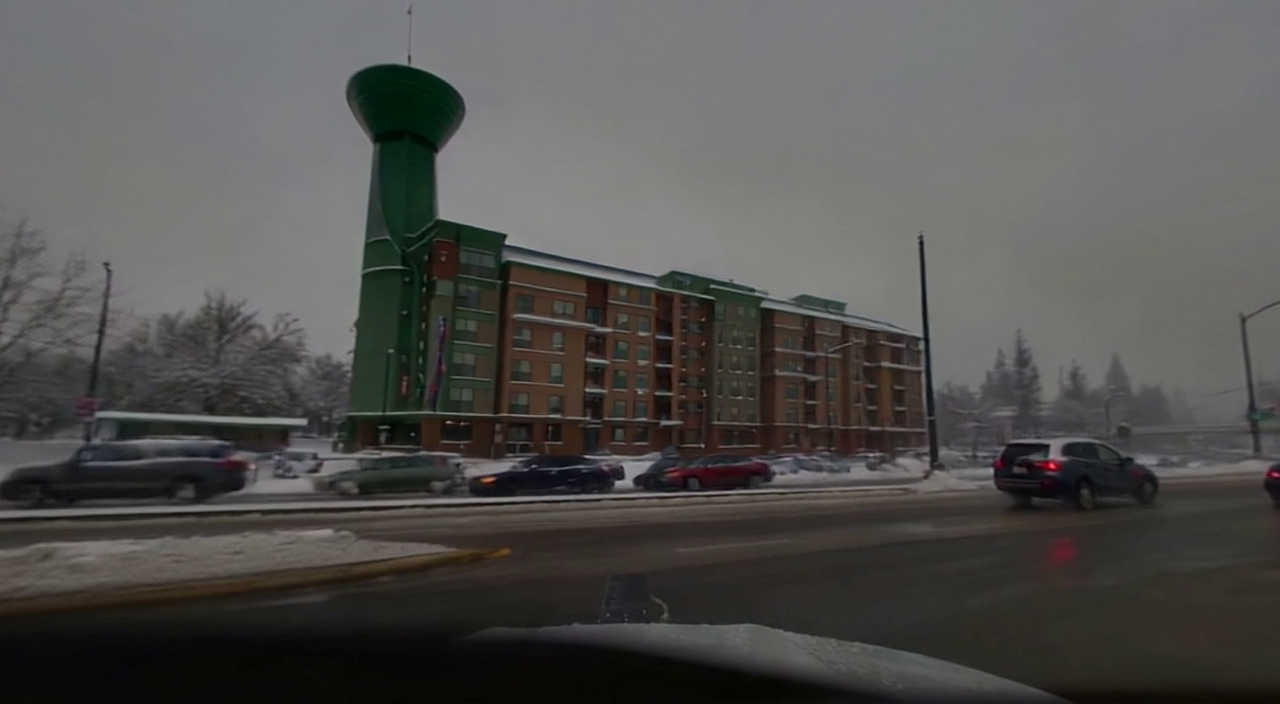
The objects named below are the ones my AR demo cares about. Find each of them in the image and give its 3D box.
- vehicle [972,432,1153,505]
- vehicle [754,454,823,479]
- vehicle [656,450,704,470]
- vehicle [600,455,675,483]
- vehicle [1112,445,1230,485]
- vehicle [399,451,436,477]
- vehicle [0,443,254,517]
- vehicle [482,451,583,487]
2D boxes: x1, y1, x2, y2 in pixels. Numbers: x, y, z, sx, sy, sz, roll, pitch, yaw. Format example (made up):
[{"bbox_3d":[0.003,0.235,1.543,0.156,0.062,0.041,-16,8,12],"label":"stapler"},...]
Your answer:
[{"bbox_3d":[11.139,2.985,16.614,4.284,1.692,2.031,4,-9,-27],"label":"vehicle"},{"bbox_3d":[10.486,8.025,44.453,4.604,1.600,1.875,5,-10,-29],"label":"vehicle"},{"bbox_3d":[3.072,8.437,49.487,2.133,1.494,4.108,4,-9,-24],"label":"vehicle"},{"bbox_3d":[-0.140,7.084,38.375,4.215,1.575,1.884,5,-10,-30],"label":"vehicle"},{"bbox_3d":[21.831,4.581,25.885,4.795,1.465,1.882,4,-9,-27],"label":"vehicle"},{"bbox_3d":[-14.554,7.263,41.119,1.845,1.509,3.855,4,-9,-25],"label":"vehicle"},{"bbox_3d":[-11.640,2.760,14.045,4.921,1.453,1.894,4,-9,-26],"label":"vehicle"},{"bbox_3d":[-5.972,6.452,35.062,5.127,1.803,2.011,4,-9,-27],"label":"vehicle"}]
